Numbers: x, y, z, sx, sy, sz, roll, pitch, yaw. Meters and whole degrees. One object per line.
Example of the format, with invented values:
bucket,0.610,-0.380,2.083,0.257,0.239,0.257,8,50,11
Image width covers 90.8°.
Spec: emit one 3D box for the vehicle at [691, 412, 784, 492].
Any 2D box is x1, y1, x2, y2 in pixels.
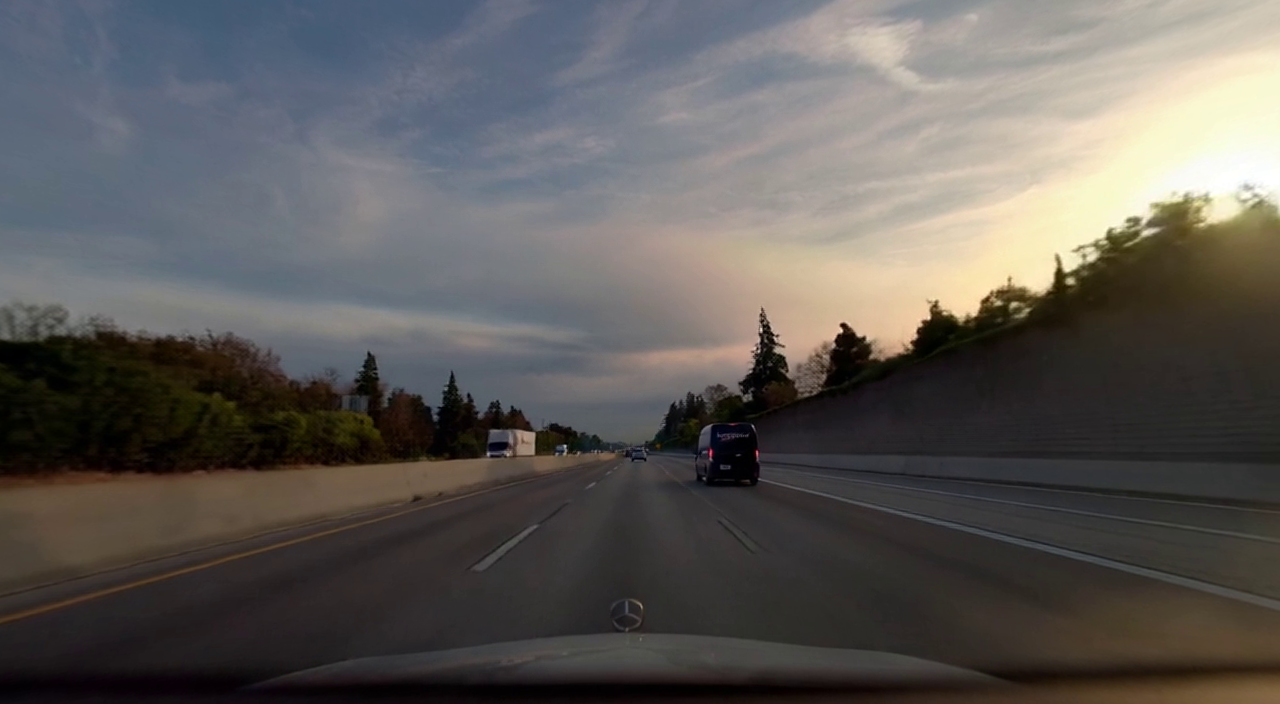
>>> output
vehicle,3.411,3.726,23.549,2.373,2.561,5.922,0,-9,-2
